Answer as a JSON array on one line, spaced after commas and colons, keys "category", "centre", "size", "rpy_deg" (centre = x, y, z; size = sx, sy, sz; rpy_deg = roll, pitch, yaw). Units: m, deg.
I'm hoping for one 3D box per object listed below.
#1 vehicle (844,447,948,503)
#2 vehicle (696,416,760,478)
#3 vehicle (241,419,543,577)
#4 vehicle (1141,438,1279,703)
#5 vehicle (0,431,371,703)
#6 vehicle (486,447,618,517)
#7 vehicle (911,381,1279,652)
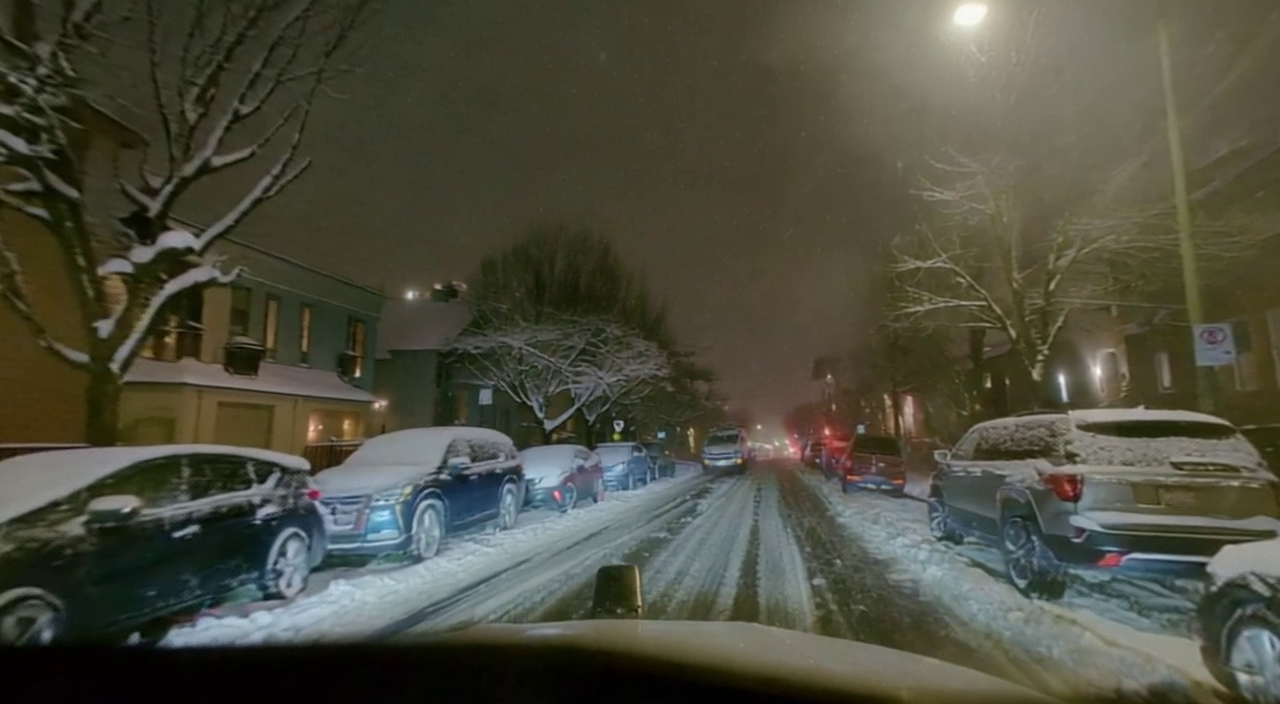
[{"category": "vehicle", "centre": [7.543, 3.608, 19.088], "size": [1.813, 1.468, 4.267], "rpy_deg": [-1, -8, 7]}, {"category": "vehicle", "centre": [4.763, 4.950, 33.171], "size": [2.716, 2.887, 6.781], "rpy_deg": [-2, -8, 13]}, {"category": "vehicle", "centre": [-3.380, 2.091, 10.058], "size": [2.203, 1.815, 4.972], "rpy_deg": [-1, -8, 8]}, {"category": "vehicle", "centre": [3.903, 0.951, 1.693], "size": [1.992, 1.456, 4.610], "rpy_deg": [-2, -8, 11]}, {"category": "vehicle", "centre": [-4.242, 1.401, 4.866], "size": [1.855, 1.510, 4.406], "rpy_deg": [-1, -8, 9]}, {"category": "vehicle", "centre": [-2.013, 3.175, 16.162], "size": [1.861, 1.474, 4.749], "rpy_deg": [-2, -9, 11]}, {"category": "vehicle", "centre": [4.787, 1.508, 6.911], "size": [2.182, 1.900, 4.779], "rpy_deg": [-1, -8, 9]}]
